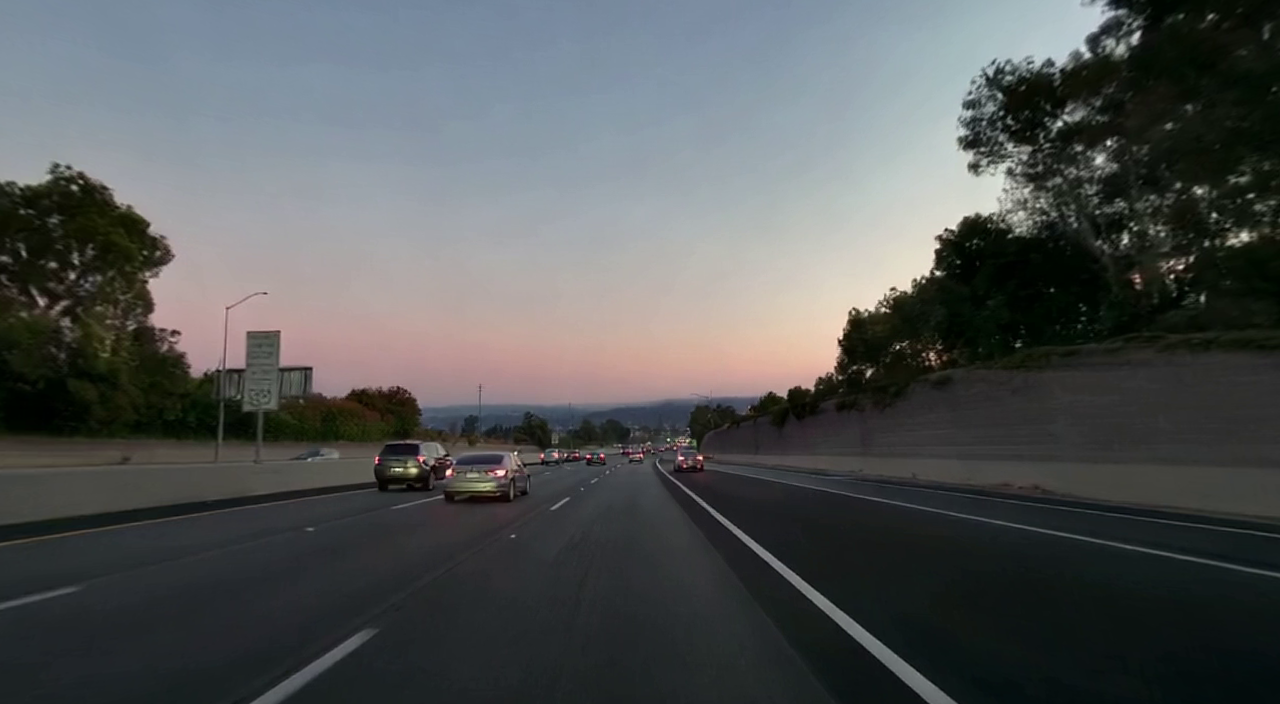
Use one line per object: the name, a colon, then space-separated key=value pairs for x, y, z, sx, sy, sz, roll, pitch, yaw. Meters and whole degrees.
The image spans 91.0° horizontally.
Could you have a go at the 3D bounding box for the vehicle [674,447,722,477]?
vehicle: x=3.049 y=5.909 z=34.085 sx=2.141 sy=1.507 sz=4.510 roll=0 pitch=-9 yaw=-1

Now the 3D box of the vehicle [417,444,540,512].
vehicle: x=-3.975 y=3.158 z=16.345 sx=1.988 sy=1.506 sz=4.416 roll=0 pitch=-9 yaw=0

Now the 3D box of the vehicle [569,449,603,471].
vehicle: x=-3.862 y=7.755 z=45.400 sx=2.071 sy=1.478 sz=4.130 roll=0 pitch=-9 yaw=0

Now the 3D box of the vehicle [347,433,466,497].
vehicle: x=-7.495 y=3.662 z=20.803 sx=2.142 sy=1.849 sz=4.566 roll=0 pitch=-9 yaw=0

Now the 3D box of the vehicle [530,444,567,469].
vehicle: x=-6.972 y=8.023 z=48.424 sx=2.111 sy=1.811 sz=4.391 roll=0 pitch=-9 yaw=1
